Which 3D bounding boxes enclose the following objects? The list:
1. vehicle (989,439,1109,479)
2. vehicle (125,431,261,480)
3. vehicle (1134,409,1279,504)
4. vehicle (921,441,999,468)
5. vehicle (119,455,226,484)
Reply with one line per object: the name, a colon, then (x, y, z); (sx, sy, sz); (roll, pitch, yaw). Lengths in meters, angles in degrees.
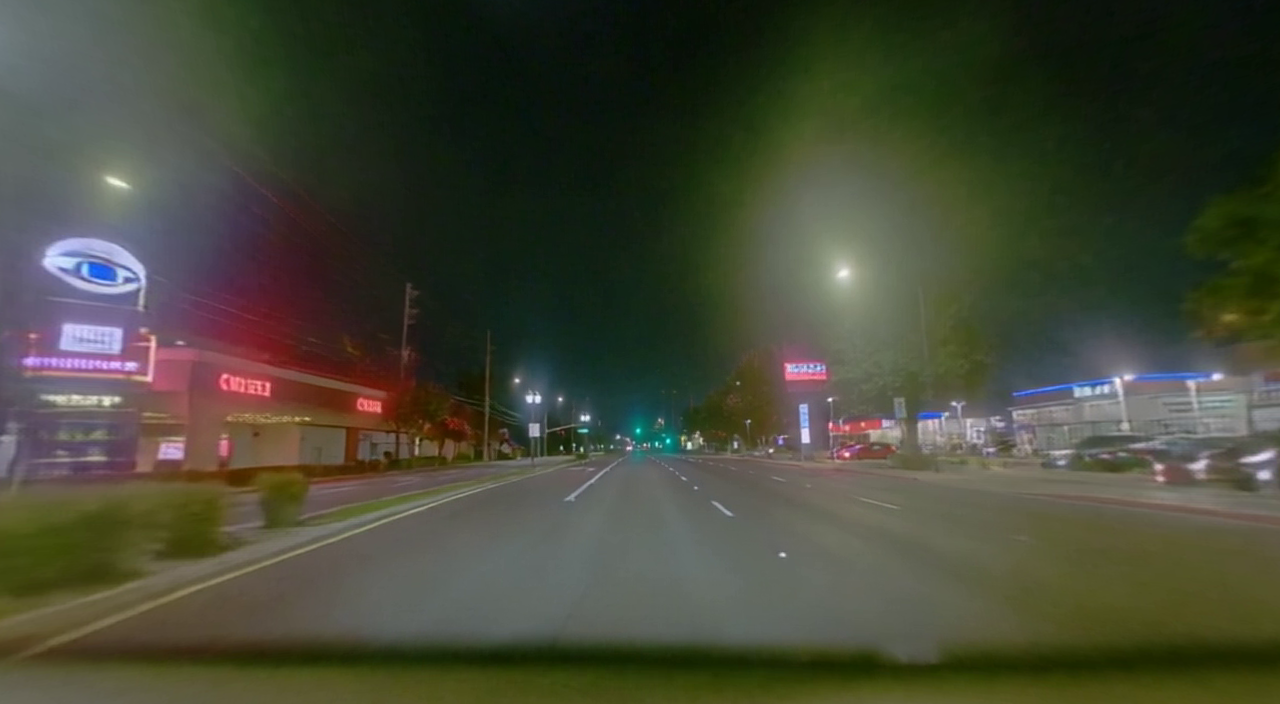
vehicle: (16.470, 4.341, 25.788); (1.880, 1.477, 4.556); (-1, -9, 1)
vehicle: (-28.190, 6.527, 40.058); (6.354, 2.899, 2.812); (0, -9, -1)
vehicle: (14.949, 2.394, 14.772); (2.235, 2.016, 5.481); (-3, -9, 0)
vehicle: (18.664, 5.987, 37.077); (1.846, 1.466, 4.679); (0, -9, -4)
vehicle: (-27.487, 6.919, 37.263); (4.564, 1.494, 2.183); (-2, -10, -2)
